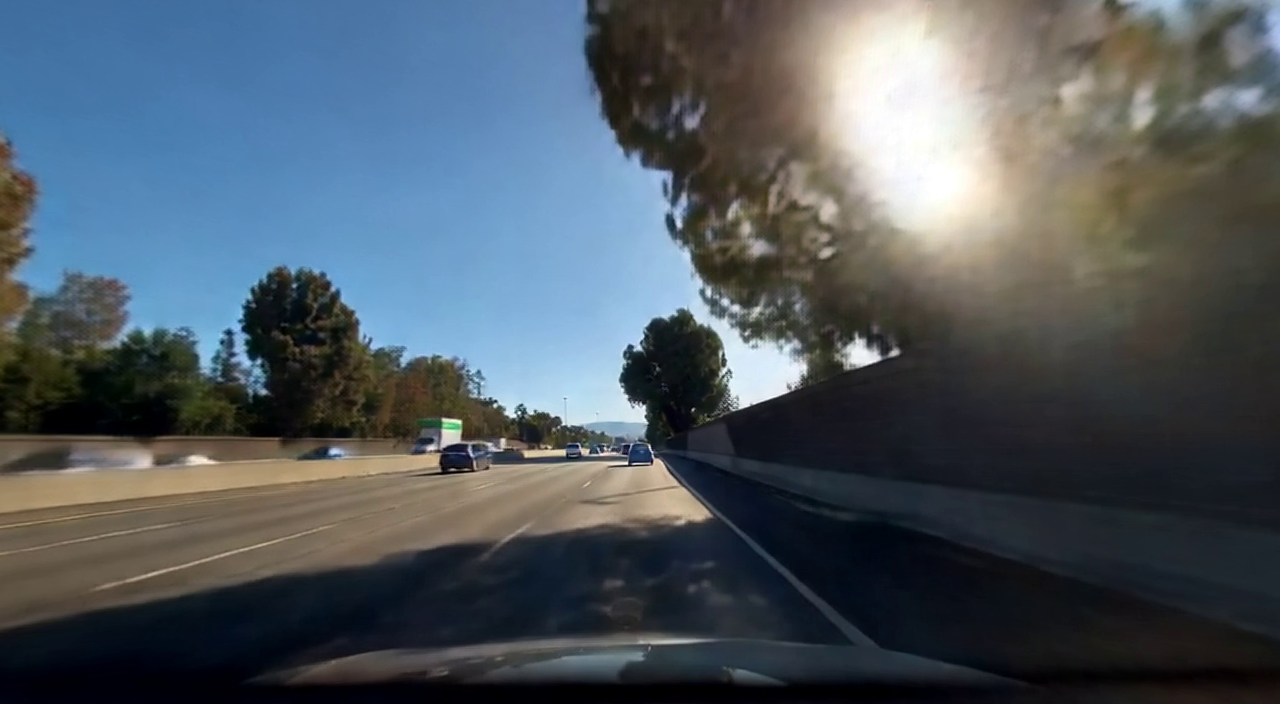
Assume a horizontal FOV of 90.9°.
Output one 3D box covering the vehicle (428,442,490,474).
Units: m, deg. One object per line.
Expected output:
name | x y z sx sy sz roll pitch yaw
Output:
vehicle | -10.179 5.970 35.899 2.037 1.661 4.885 0 -8 1

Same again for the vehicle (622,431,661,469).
vehicle | 0.092 6.064 39.161 2.318 2.145 4.561 0 -8 0

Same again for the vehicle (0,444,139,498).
vehicle | -20.424 4.010 21.787 2.182 1.628 4.863 0 -8 1

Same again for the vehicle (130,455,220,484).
vehicle | -27.380 6.901 37.353 1.951 1.499 4.305 0 -8 1

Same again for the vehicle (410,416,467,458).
vehicle | -14.040 5.980 44.257 2.499 2.625 4.804 -3 -9 -2

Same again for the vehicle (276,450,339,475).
vehicle | -23.465 7.792 44.719 2.041 1.631 4.392 0 -8 1
